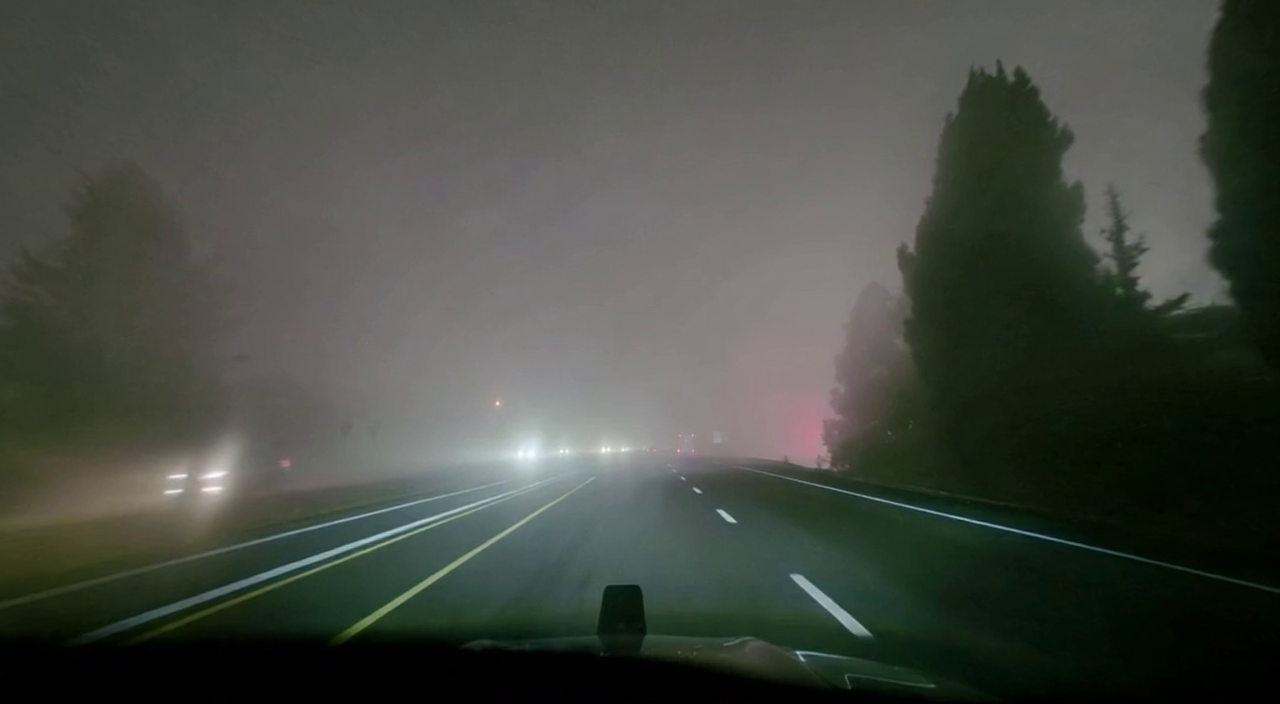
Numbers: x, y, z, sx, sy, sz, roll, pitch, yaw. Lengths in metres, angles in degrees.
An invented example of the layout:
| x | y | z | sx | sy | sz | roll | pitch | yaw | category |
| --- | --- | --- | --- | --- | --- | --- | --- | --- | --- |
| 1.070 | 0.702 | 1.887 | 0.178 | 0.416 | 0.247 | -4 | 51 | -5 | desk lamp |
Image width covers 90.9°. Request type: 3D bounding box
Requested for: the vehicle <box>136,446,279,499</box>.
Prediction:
| x | y | z | sx | sy | sz | roll | pitch | yaw | category |
| --- | --- | --- | --- | --- | --- | --- | --- | --- | --- |
| -16.149 | 4.489 | 23.941 | 2.044 | 1.764 | 4.719 | 0 | -8 | 1 | vehicle |
